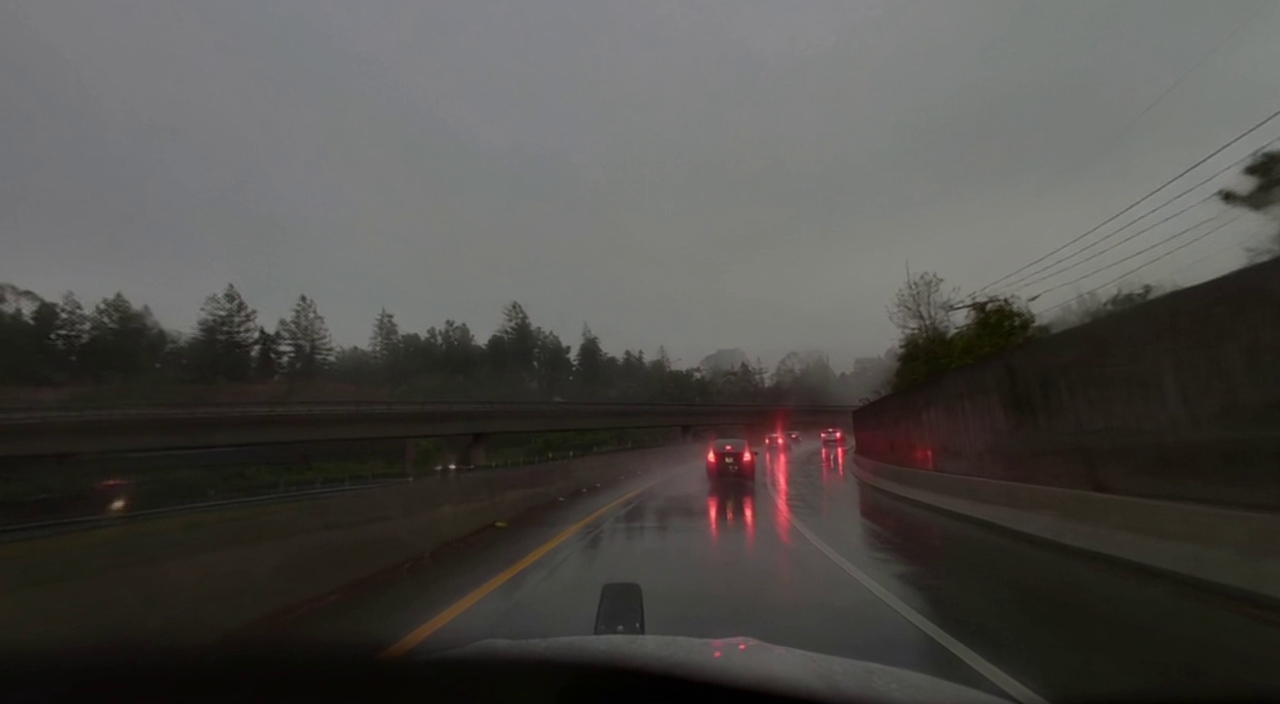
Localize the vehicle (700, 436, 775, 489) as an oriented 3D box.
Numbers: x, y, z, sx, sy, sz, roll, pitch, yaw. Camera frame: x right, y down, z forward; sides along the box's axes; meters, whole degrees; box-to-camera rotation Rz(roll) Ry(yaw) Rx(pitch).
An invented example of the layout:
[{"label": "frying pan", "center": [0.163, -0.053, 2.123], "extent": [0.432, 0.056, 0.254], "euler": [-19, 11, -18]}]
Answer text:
[{"label": "vehicle", "center": [3.128, 3.497, 20.251], "extent": [2.091, 1.482, 4.321], "euler": [-2, -9, 9]}]
